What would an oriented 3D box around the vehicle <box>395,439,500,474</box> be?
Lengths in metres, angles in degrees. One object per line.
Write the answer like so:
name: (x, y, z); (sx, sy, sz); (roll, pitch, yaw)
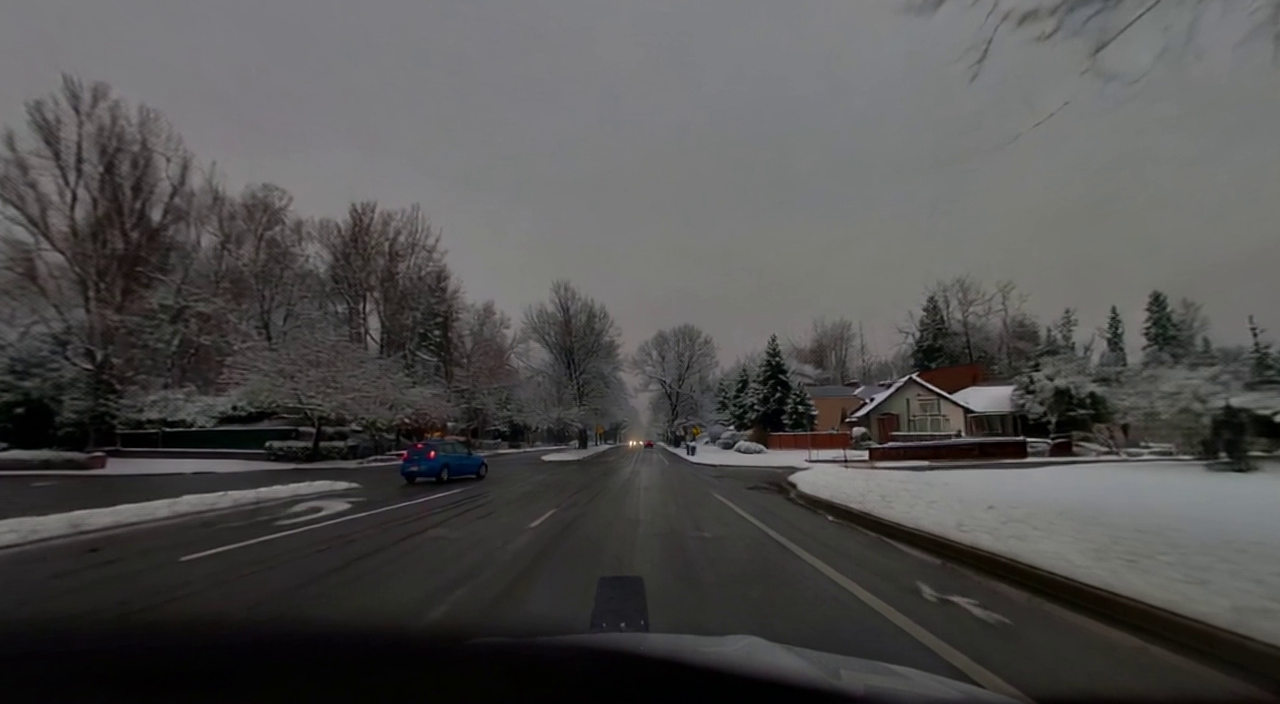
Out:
vehicle: (-10.156, 5.487, 33.381); (4.788, 1.666, 2.170); (6, -10, -36)
